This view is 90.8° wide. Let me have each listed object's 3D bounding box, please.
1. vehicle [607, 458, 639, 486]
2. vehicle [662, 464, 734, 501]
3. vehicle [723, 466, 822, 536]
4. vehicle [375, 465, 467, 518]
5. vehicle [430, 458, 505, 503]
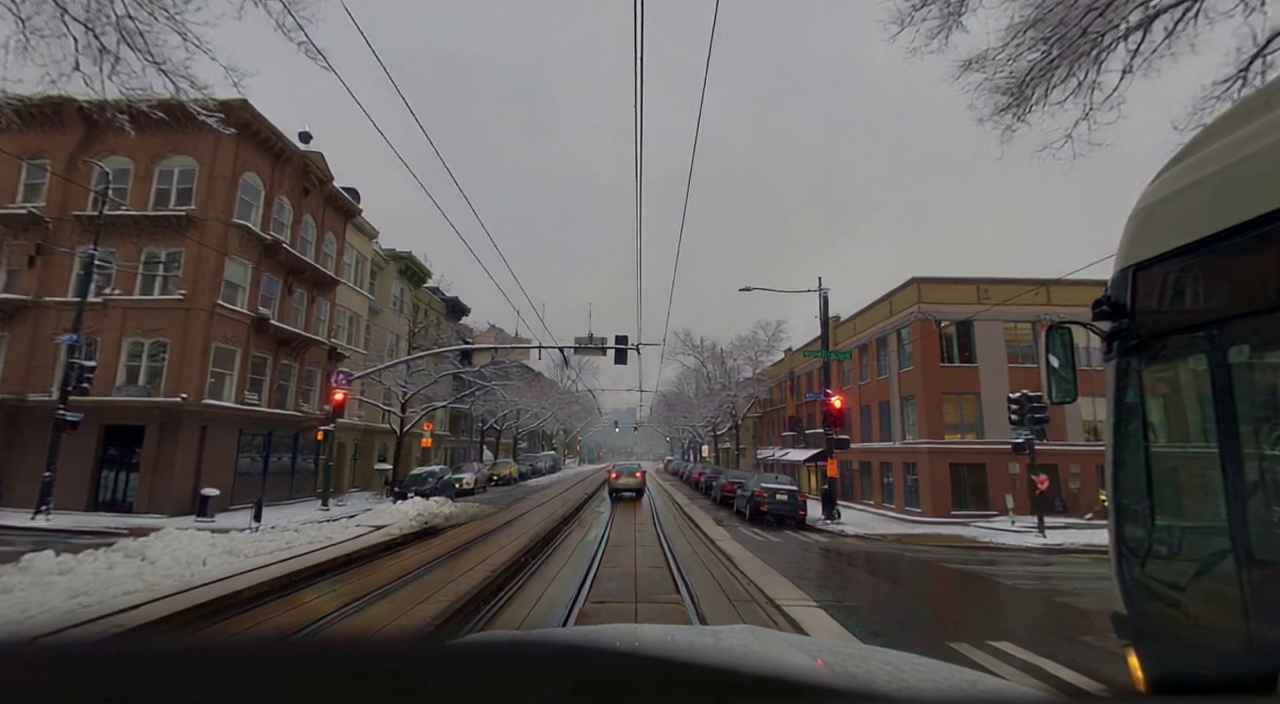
[{"bbox_3d":[-1.078,7.719,40.764,1.966,1.600,3.494,0,-8,0],"label":"vehicle"},{"bbox_3d":[2.742,6.253,30.551,1.984,1.571,3.404,4,-9,-25],"label":"vehicle"},{"bbox_3d":[3.844,4.388,19.114,1.929,1.723,4.134,0,-8,-2],"label":"vehicle"},{"bbox_3d":[-7.443,4.799,21.889,1.779,1.588,3.953,2,-12,-1],"label":"vehicle"},{"bbox_3d":[-7.425,5.574,27.689,1.861,1.751,4.550,1,-10,2],"label":"vehicle"}]
